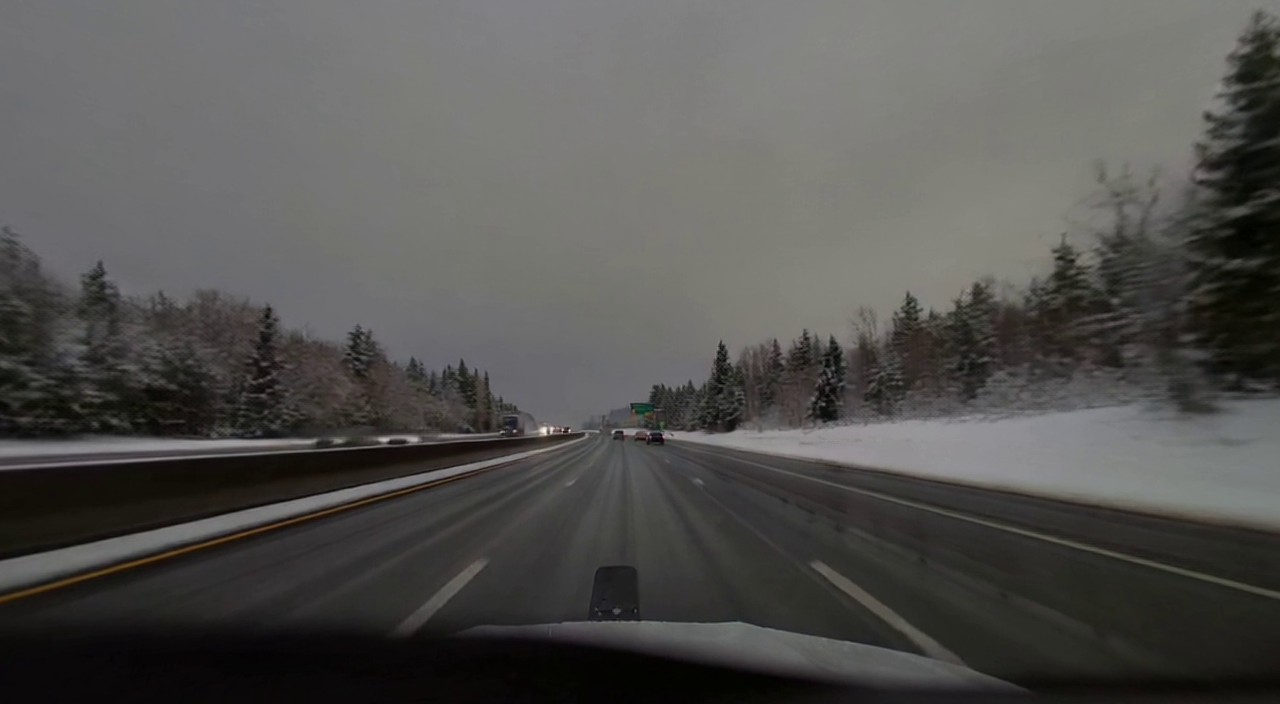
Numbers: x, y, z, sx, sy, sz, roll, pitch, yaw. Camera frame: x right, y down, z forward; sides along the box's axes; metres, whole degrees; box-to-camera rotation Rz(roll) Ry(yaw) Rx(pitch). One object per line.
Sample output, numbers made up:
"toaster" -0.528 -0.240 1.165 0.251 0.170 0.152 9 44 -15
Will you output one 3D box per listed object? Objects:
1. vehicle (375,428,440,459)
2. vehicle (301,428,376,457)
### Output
"vehicle" -12.251 4.842 33.435 1.842 1.534 4.154 0 -8 0
"vehicle" -16.190 4.874 34.064 2.077 1.480 4.193 0 -8 -2
